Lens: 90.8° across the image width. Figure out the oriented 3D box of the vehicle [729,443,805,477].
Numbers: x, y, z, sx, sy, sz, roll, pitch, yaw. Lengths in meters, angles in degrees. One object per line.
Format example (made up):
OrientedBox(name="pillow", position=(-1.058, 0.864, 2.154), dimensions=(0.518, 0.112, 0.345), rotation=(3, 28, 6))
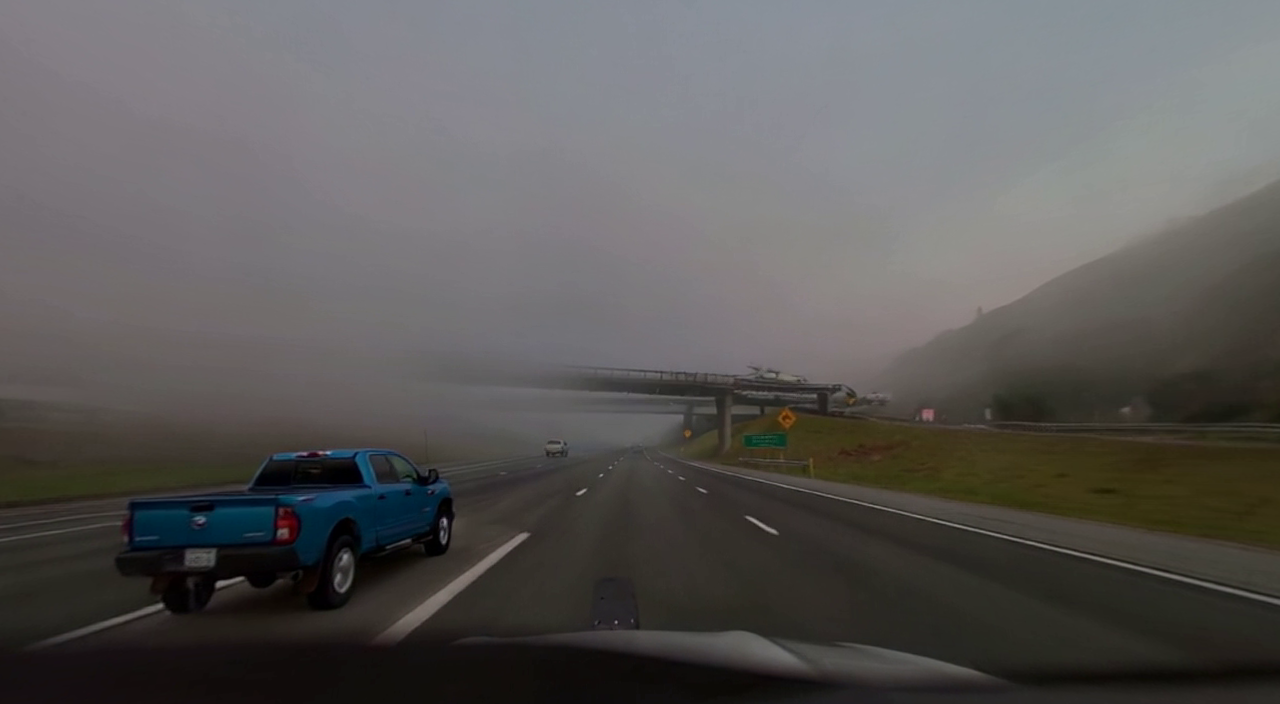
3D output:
OrientedBox(name="vehicle", position=(6.828, 5.914, 34.963), dimensions=(2.406, 1.702, 6.765), rotation=(1, -9, -4))
